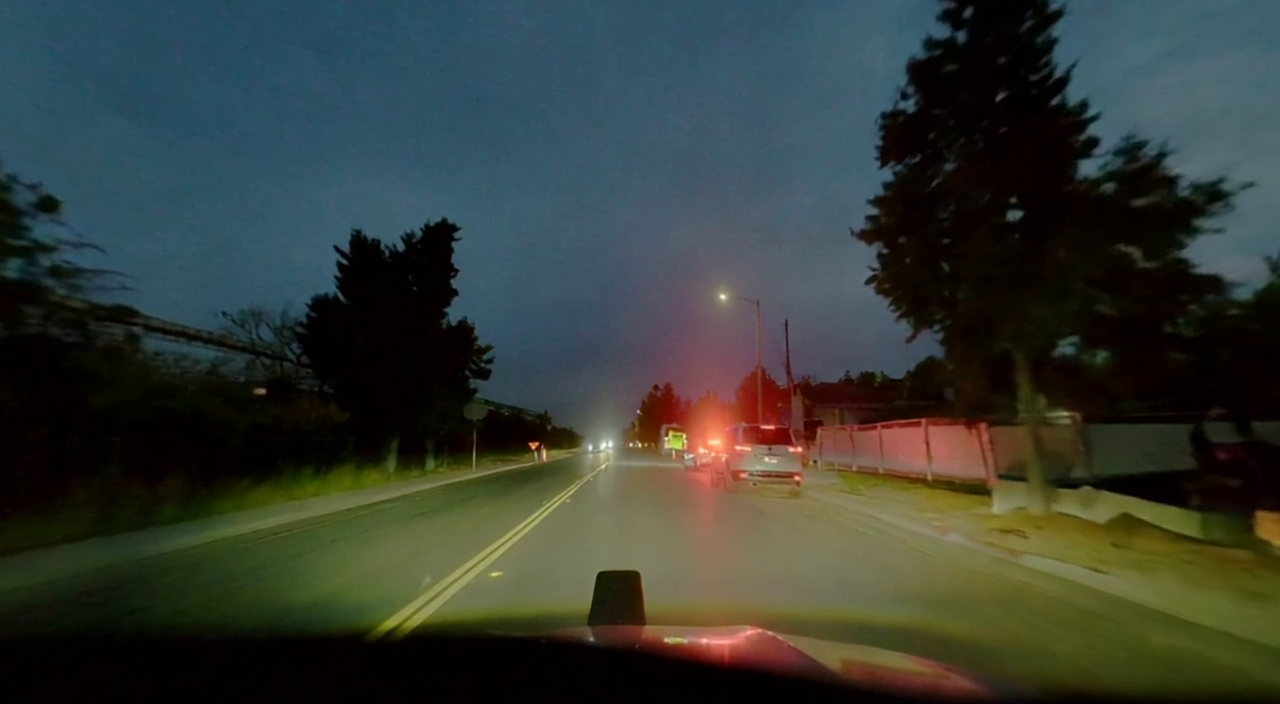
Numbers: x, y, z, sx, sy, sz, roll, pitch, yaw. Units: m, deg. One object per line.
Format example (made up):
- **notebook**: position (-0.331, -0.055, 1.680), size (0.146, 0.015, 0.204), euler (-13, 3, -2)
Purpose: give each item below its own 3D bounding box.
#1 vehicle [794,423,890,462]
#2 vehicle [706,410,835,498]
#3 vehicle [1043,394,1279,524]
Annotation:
- **vehicle**: position (11.118, 5.015, 35.090), size (4.633, 2.059, 2.050), euler (0, -8, 2)
- **vehicle**: position (3.166, 2.627, 16.576), size (2.293, 1.957, 4.934), euler (0, -8, 0)
- **vehicle**: position (8.883, 1.513, 9.163), size (4.501, 1.643, 2.185), euler (0, -8, 3)
